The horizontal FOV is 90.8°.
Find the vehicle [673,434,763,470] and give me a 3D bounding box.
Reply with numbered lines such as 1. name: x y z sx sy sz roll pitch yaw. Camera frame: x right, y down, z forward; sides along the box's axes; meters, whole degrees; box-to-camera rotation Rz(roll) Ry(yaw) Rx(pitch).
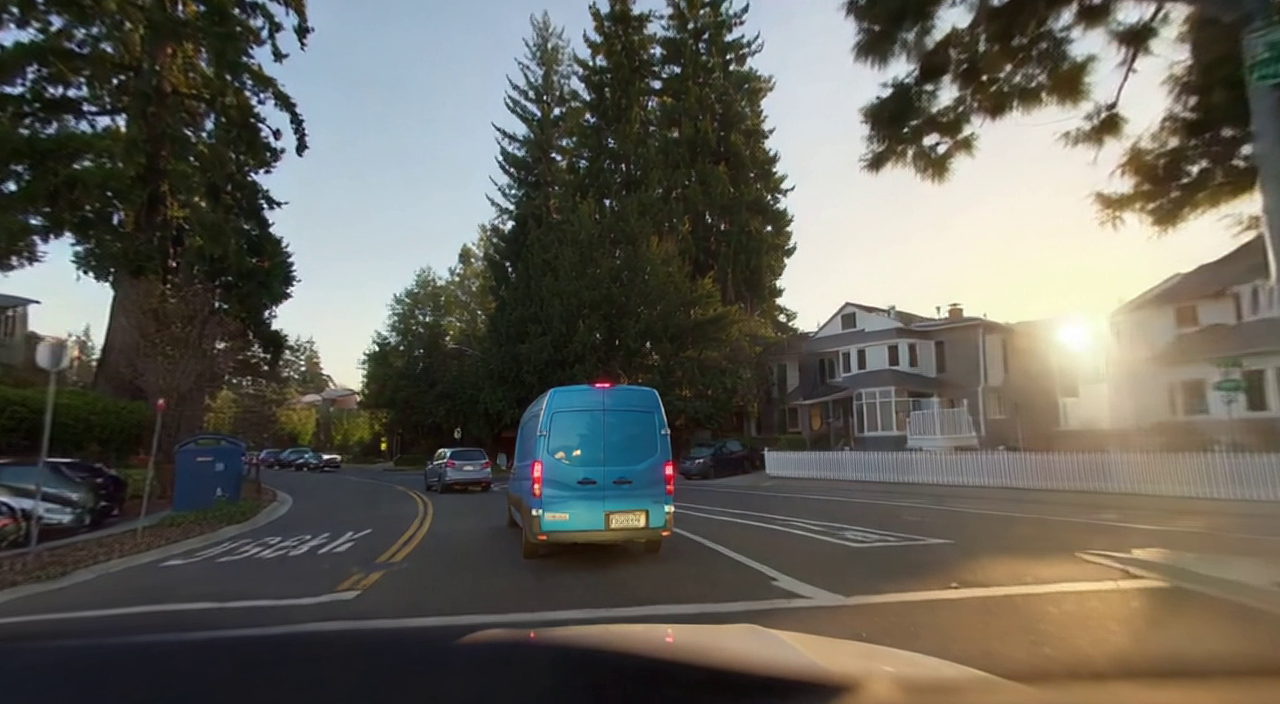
1. vehicle: 4.124 5.204 33.171 4.559 1.754 1.985 6 -11 -36

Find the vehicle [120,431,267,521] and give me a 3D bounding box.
1. vehicle: -11.238 3.071 16.387 2.228 1.871 5.492 4 -10 -27

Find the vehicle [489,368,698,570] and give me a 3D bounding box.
1. vehicle: -1.019 1.611 9.318 2.213 2.124 4.809 2 -9 -14

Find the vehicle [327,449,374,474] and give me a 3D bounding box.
1. vehicle: -18.810 7.078 40.917 1.911 1.493 4.291 6 -10 -35

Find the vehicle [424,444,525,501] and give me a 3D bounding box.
1. vehicle: -5.031 3.471 18.741 2.008 1.445 4.386 4 -9 -26

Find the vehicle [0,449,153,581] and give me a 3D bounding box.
1. vehicle: -8.377 1.959 7.820 1.952 1.461 4.377 2 -9 -13
